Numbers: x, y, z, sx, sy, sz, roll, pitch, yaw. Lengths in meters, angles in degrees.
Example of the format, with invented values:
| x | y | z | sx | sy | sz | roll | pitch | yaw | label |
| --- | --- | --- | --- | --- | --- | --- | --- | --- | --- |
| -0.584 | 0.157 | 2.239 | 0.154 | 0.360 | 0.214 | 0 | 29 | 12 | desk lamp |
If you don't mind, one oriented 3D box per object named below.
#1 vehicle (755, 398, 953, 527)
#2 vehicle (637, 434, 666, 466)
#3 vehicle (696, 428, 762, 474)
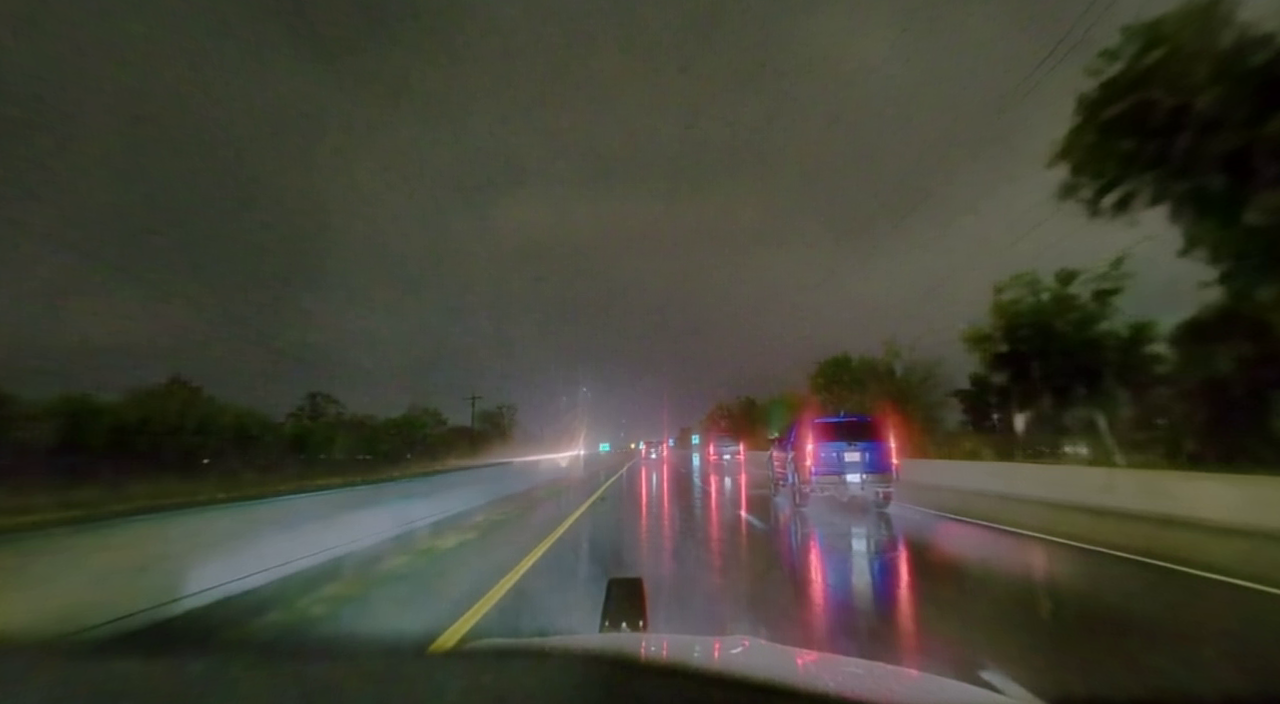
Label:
| x | y | z | sx | sy | sz | roll | pitch | yaw | label |
| --- | --- | --- | --- | --- | --- | --- | --- | --- | --- |
| 3.973 | 2.184 | 12.926 | 2.145 | 2.069 | 5.057 | 0 | -8 | -1 | vehicle |
| 0.801 | 7.453 | 48.220 | 2.099 | 2.260 | 4.899 | -1 | -8 | 0 | vehicle |
| 4.532 | 5.194 | 33.181 | 2.594 | 2.155 | 5.670 | -1 | -8 | 0 | vehicle |
